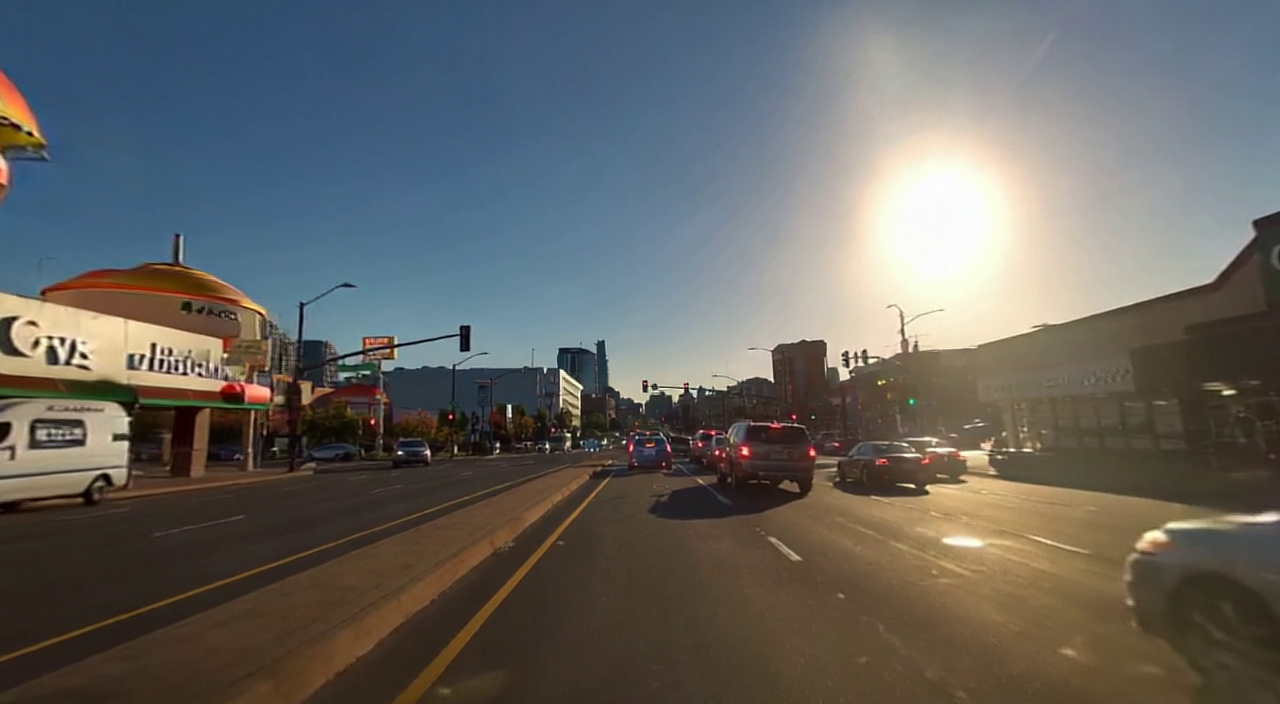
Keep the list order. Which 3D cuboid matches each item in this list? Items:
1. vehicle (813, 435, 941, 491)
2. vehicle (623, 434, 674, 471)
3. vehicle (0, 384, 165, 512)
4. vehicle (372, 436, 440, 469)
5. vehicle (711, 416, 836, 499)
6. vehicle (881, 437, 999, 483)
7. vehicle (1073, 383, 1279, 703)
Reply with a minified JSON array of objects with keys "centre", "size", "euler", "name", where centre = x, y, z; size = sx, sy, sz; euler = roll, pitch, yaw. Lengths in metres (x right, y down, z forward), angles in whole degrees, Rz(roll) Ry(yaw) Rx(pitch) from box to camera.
[{"centre":[6.876,3.253,18.886],"size":[2.059,1.458,4.395],"euler":[0,-8,-1],"name":"vehicle"},{"centre":[0.300,4.410,27.809],"size":[2.073,1.496,3.892],"euler":[0,-8,-1],"name":"vehicle"},{"centre":[-15.342,2.362,15.580],"size":[2.371,2.799,5.978],"euler":[0,-8,1],"name":"vehicle"},{"centre":[-13.614,5.787,36.523],"size":[2.106,1.751,4.554],"euler":[7,-11,-41],"name":"vehicle"},{"centre":[3.162,2.643,16.151],"size":[2.038,1.787,4.946],"euler":[0,-8,-1],"name":"vehicle"},{"centre":[10.573,3.835,22.700],"size":[1.881,1.463,4.726],"euler":[0,-8,0],"name":"vehicle"},{"centre":[3.451,0.719,1.312],"size":[1.932,1.517,4.430],"euler":[0,-8,0],"name":"vehicle"}]
